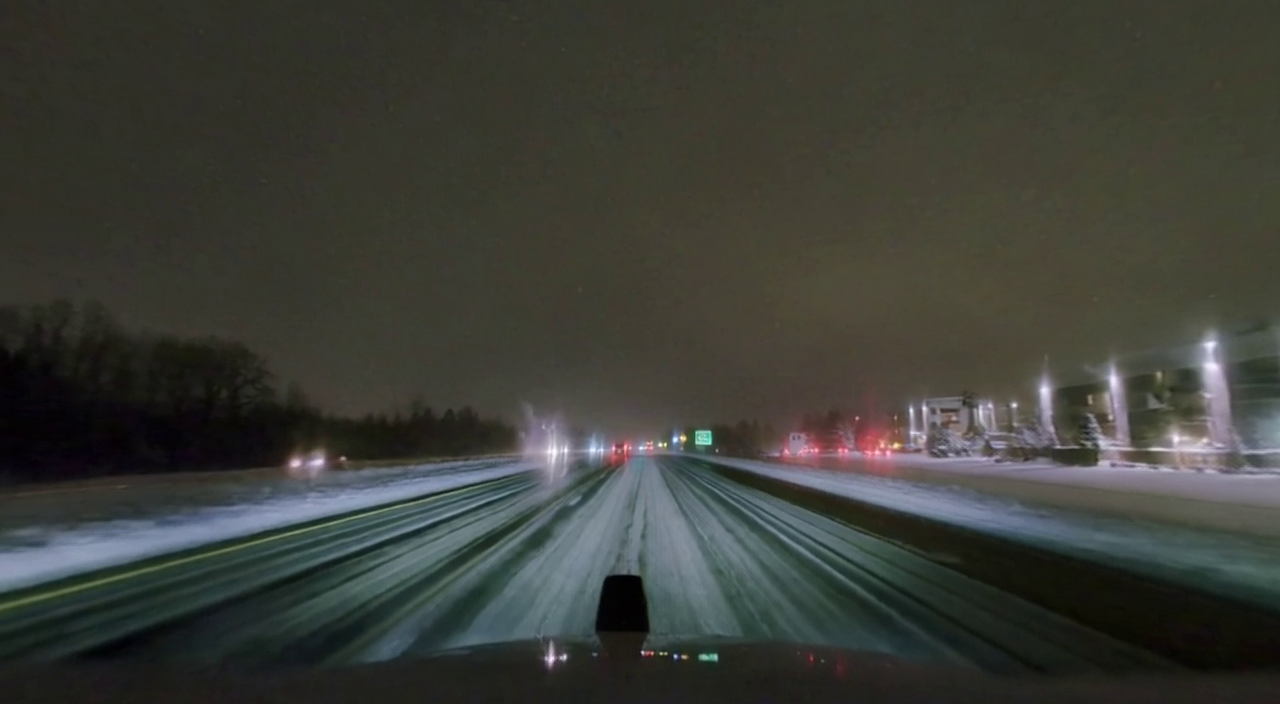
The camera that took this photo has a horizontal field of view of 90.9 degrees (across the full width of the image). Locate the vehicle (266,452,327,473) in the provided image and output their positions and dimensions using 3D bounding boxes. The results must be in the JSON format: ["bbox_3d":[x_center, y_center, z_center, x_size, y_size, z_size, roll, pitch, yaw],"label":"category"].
[{"bbox_3d":[-25.379,8.165,46.779,1.945,1.456,4.502,0,-8,0],"label":"vehicle"}]
